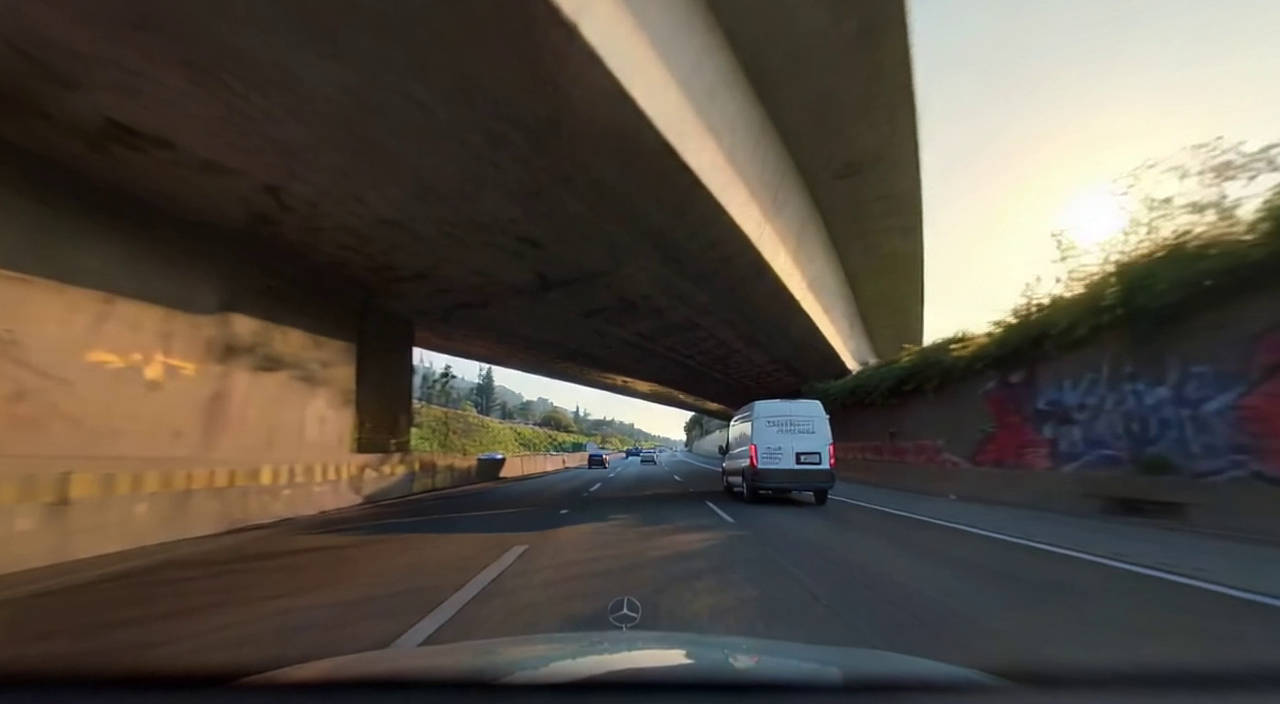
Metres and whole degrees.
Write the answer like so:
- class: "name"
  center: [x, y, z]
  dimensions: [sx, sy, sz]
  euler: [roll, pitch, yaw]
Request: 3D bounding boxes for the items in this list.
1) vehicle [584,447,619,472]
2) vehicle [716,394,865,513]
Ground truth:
- class: "vehicle"
  center: [-2.582, 7.317, 43.029]
  dimensions: [1.964, 1.618, 4.489]
  euler: [0, -9, 2]
- class: "vehicle"
  center: [3.640, 2.672, 16.730]
  dimensions: [2.469, 2.591, 5.653]
  euler: [0, -9, -1]
